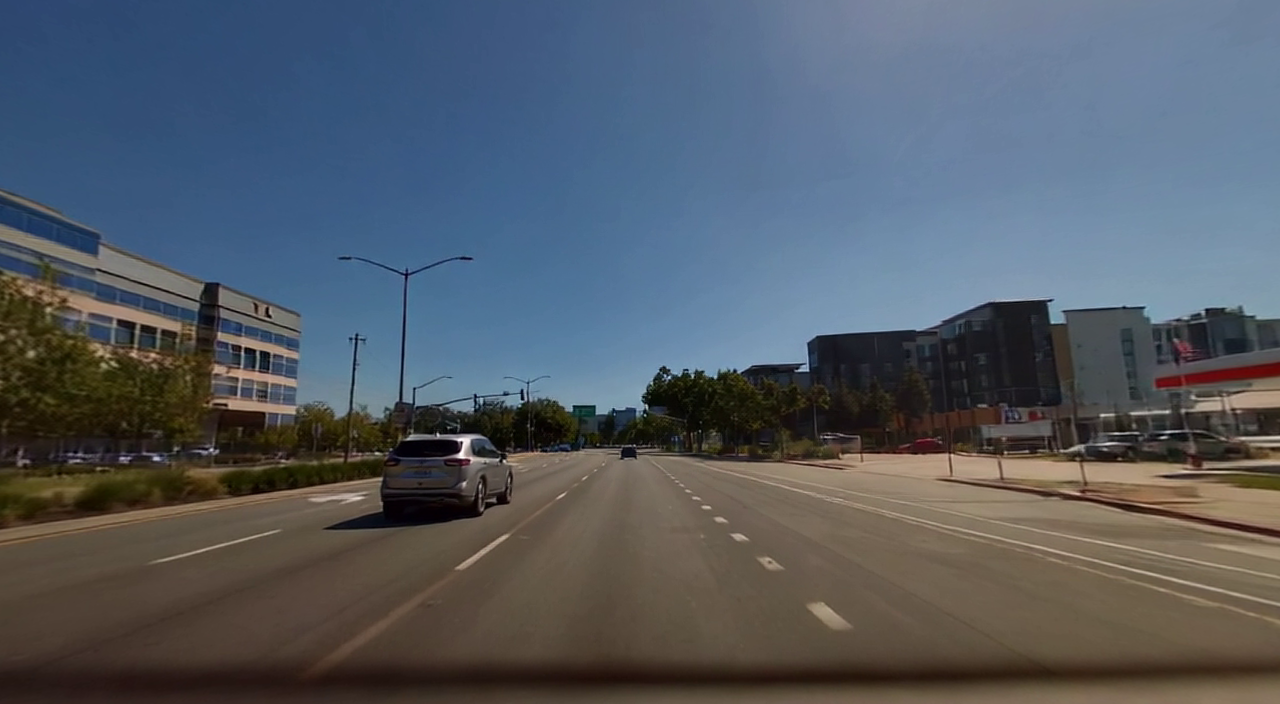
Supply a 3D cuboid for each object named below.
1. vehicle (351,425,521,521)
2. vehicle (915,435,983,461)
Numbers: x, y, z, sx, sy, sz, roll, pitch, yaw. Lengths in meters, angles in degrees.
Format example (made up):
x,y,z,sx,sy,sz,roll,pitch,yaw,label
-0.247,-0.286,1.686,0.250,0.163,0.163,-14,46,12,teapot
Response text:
x,y,z,sx,sy,sz,roll,pitch,yaw,label
-4.017,2.469,13.415,2.039,1.656,4.710,0,-9,0,vehicle
18.257,5.701,37.490,1.831,1.442,5.072,-1,-9,4,vehicle
